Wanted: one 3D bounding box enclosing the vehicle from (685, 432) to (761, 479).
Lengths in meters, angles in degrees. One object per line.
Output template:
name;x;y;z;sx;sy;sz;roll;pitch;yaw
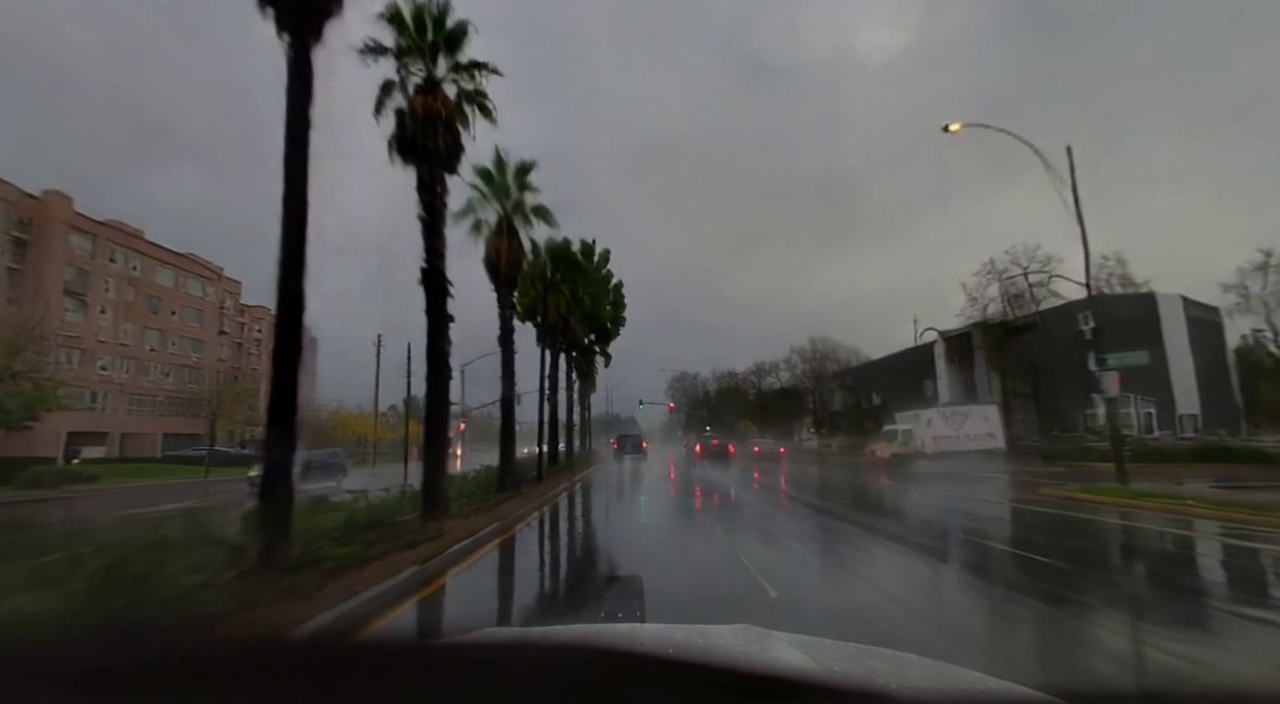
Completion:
vehicle;3.044;3.912;24.079;2.195;1.590;4.668;0;-8;-1

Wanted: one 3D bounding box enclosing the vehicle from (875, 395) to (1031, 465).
vehicle;17.534;4.424;35.581;7.270;3.743;2.677;1;-8;-3

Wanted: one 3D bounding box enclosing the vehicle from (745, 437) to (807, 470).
vehicle;6.692;5.041;31.441;1.975;1.483;4.769;0;-8;-1

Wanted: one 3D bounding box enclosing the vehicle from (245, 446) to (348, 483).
vehicle;-14.954;4.873;27.727;1.887;1.454;4.588;0;-8;1

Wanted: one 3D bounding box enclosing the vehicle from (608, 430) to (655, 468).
vehicle;-0.421;5.059;32.932;2.277;1.816;4.192;0;-8;-1
